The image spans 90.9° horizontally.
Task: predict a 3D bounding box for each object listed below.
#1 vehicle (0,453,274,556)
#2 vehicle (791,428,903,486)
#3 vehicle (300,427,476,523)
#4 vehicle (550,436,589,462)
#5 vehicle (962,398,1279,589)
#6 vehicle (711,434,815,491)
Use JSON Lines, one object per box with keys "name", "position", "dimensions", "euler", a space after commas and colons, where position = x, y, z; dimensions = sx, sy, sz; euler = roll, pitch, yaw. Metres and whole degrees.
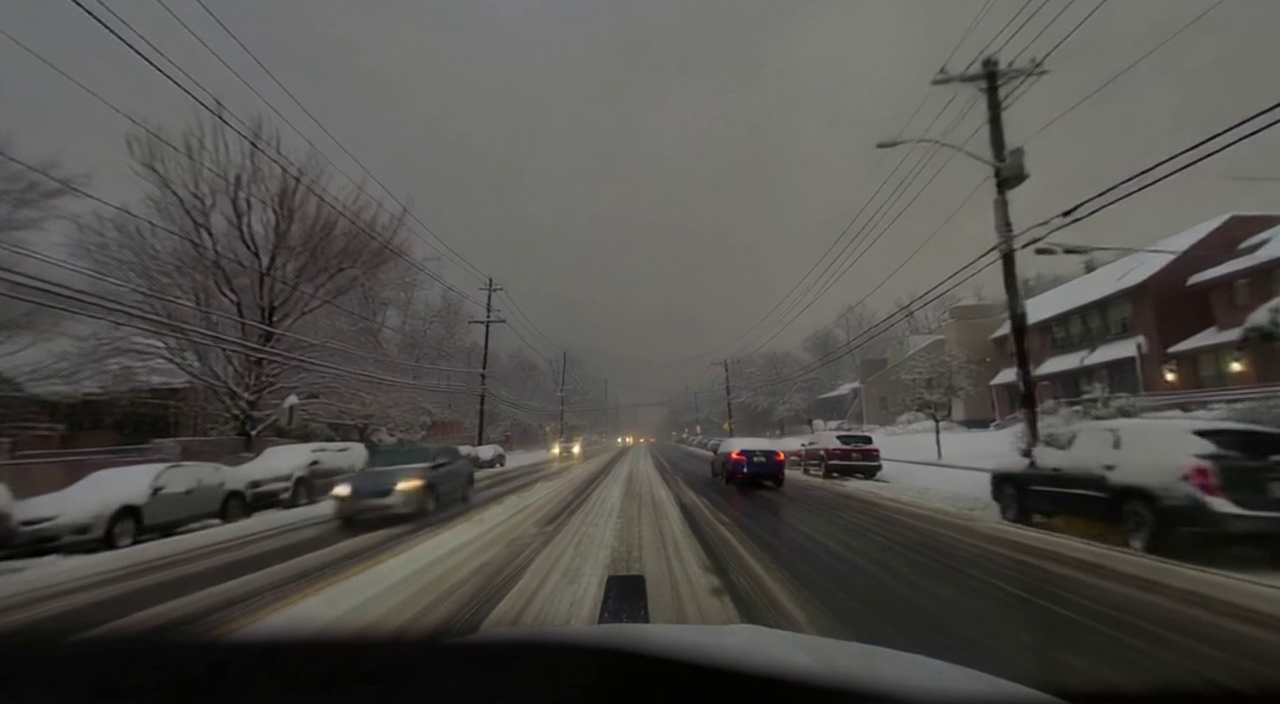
{"name": "vehicle", "position": [-9.422, 2.781, 12.204], "dimensions": [1.949, 1.502, 4.264], "euler": [-1, -8, 3]}
{"name": "vehicle", "position": [7.714, 3.957, 24.365], "dimensions": [2.250, 1.935, 6.052], "euler": [0, -8, 0]}
{"name": "vehicle", "position": [-5.212, 2.558, 13.796], "dimensions": [2.050, 1.729, 4.269], "euler": [-1, -8, 0]}
{"name": "vehicle", "position": [-4.614, 6.386, 41.827], "dimensions": [2.010, 1.588, 4.186], "euler": [-1, -8, 1]}
{"name": "vehicle", "position": [7.673, 1.918, 9.754], "dimensions": [2.380, 2.030, 5.861], "euler": [-1, -8, 1]}
{"name": "vehicle", "position": [3.520, 3.247, 19.006], "dimensions": [2.059, 1.489, 4.629], "euler": [0, -8, -2]}
